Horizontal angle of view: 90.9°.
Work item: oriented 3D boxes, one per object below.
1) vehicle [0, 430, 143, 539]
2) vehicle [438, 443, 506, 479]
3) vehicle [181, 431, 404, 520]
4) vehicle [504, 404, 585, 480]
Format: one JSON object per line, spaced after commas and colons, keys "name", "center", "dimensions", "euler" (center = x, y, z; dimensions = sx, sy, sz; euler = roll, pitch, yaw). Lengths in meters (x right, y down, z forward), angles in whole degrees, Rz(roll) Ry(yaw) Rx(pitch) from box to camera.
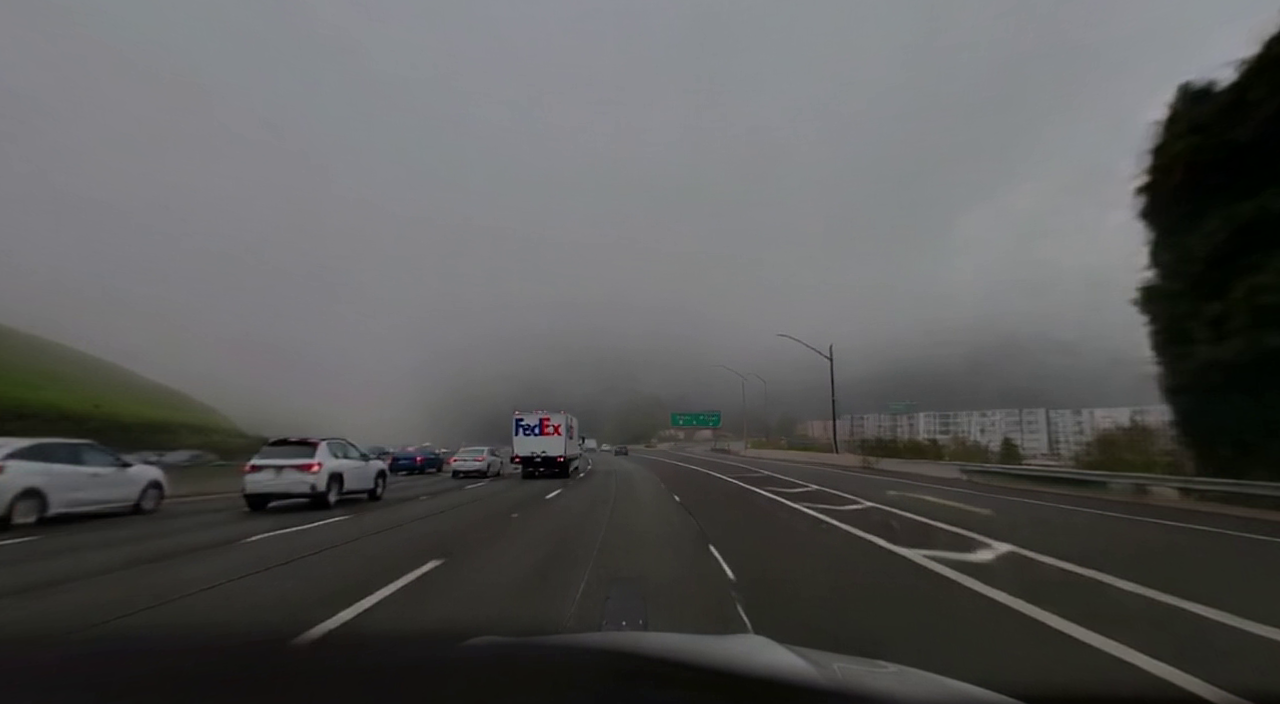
{"name": "vehicle", "center": [-11.679, 2.272, 10.966], "dimensions": [2.188, 1.784, 4.724], "euler": [0, -8, 0]}
{"name": "vehicle", "center": [-8.214, 5.338, 31.285], "dimensions": [2.143, 1.628, 4.559], "euler": [0, -8, 0]}
{"name": "vehicle", "center": [-7.859, 2.829, 15.091], "dimensions": [2.461, 1.767, 4.991], "euler": [0, -8, 0]}
{"name": "vehicle", "center": [-4.388, 4.388, 30.739], "dimensions": [2.798, 3.212, 7.573], "euler": [0, -8, 0]}
